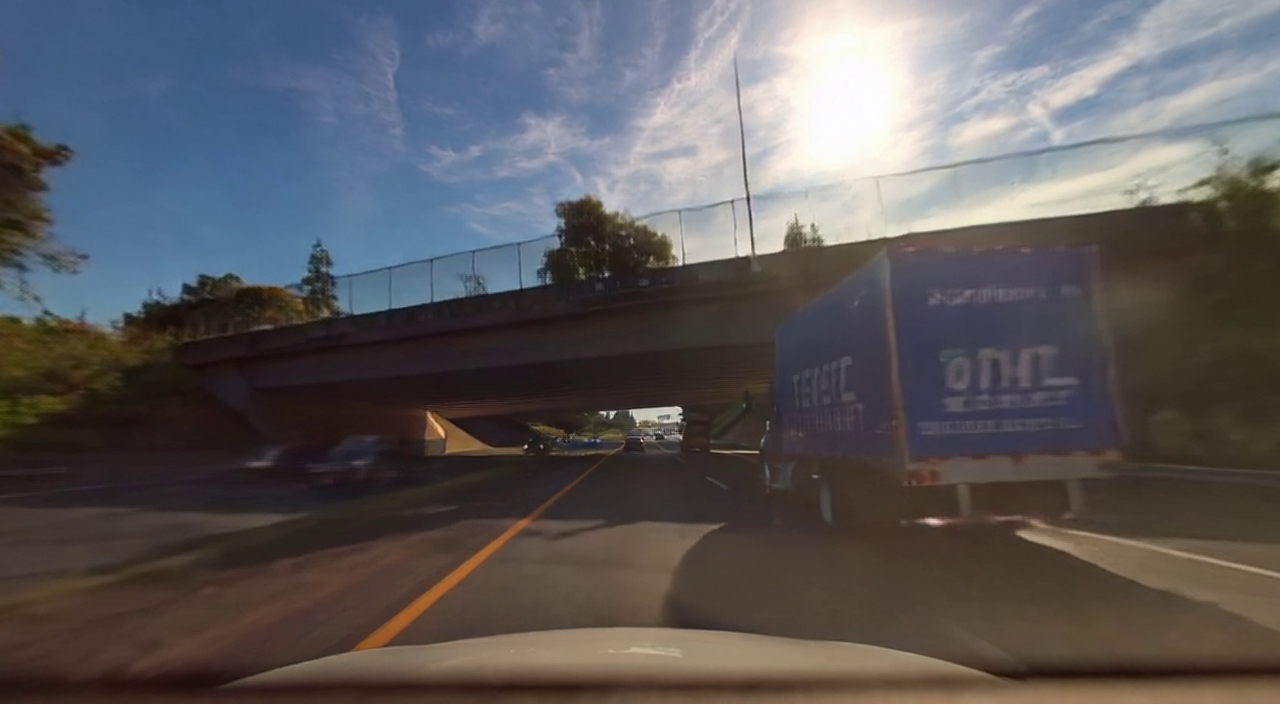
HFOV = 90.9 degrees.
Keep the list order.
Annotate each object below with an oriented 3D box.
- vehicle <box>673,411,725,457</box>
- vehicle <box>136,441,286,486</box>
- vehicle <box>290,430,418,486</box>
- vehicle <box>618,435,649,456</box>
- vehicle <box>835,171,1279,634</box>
[{"bbox_3d":[3.717,5.378,41.195,2.715,2.746,6.550,0,-7,-1],"label":"vehicle"},{"bbox_3d":[-13.714,3.555,20.534,1.809,1.237,4.410,0,-7,0],"label":"vehicle"},{"bbox_3d":[-8.734,3.233,19.728,2.012,1.526,4.235,0,-7,0],"label":"vehicle"},{"bbox_3d":[-0.439,6.269,42.463,1.996,1.325,4.029,0,-7,0],"label":"vehicle"},{"bbox_3d":[3.891,0.480,6.176,2.913,3.491,2.811,0,-7,-1],"label":"vehicle"}]
